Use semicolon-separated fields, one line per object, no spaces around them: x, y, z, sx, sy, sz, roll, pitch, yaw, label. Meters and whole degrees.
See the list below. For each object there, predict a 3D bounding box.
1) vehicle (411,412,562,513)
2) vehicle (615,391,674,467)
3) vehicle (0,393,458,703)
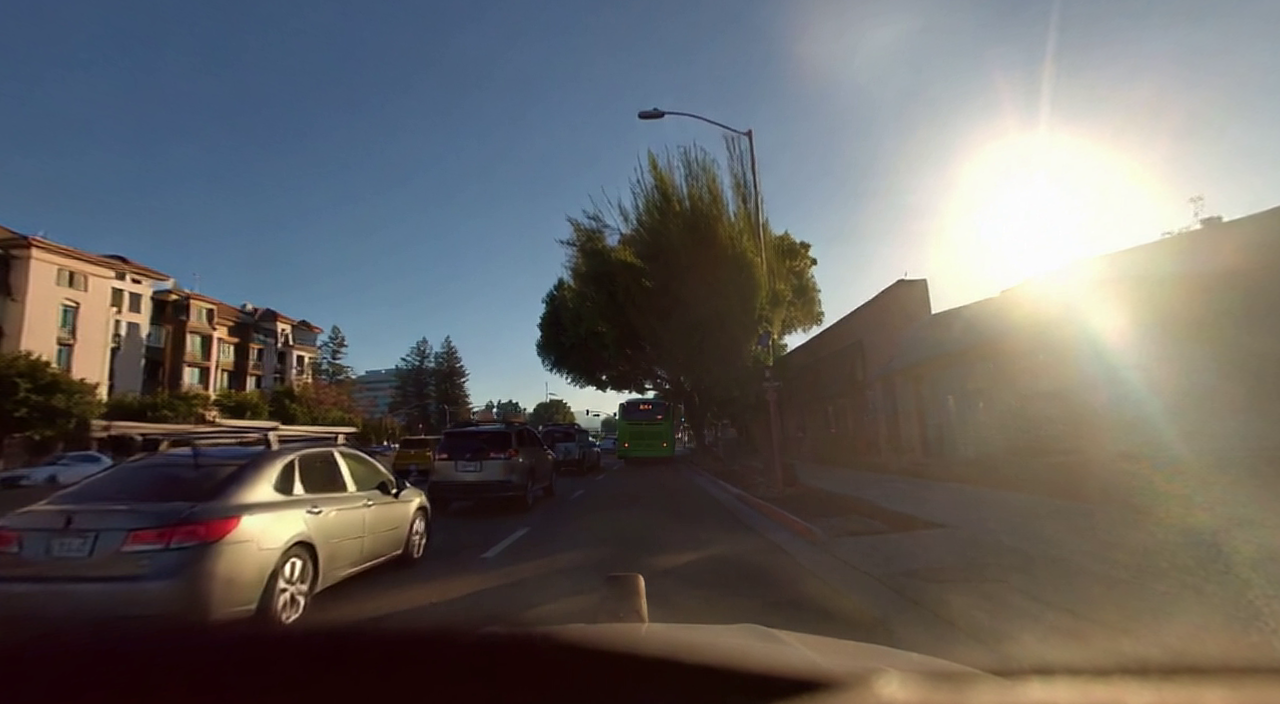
-3.213;2.467;14.519;2.095;1.892;5.043;0;-9;1;vehicle
0.330;4.812;38.053;2.970;3.857;12.200;0;-9;1;vehicle
-3.290;1.328;5.408;2.042;1.571;4.475;0;-9;1;vehicle
